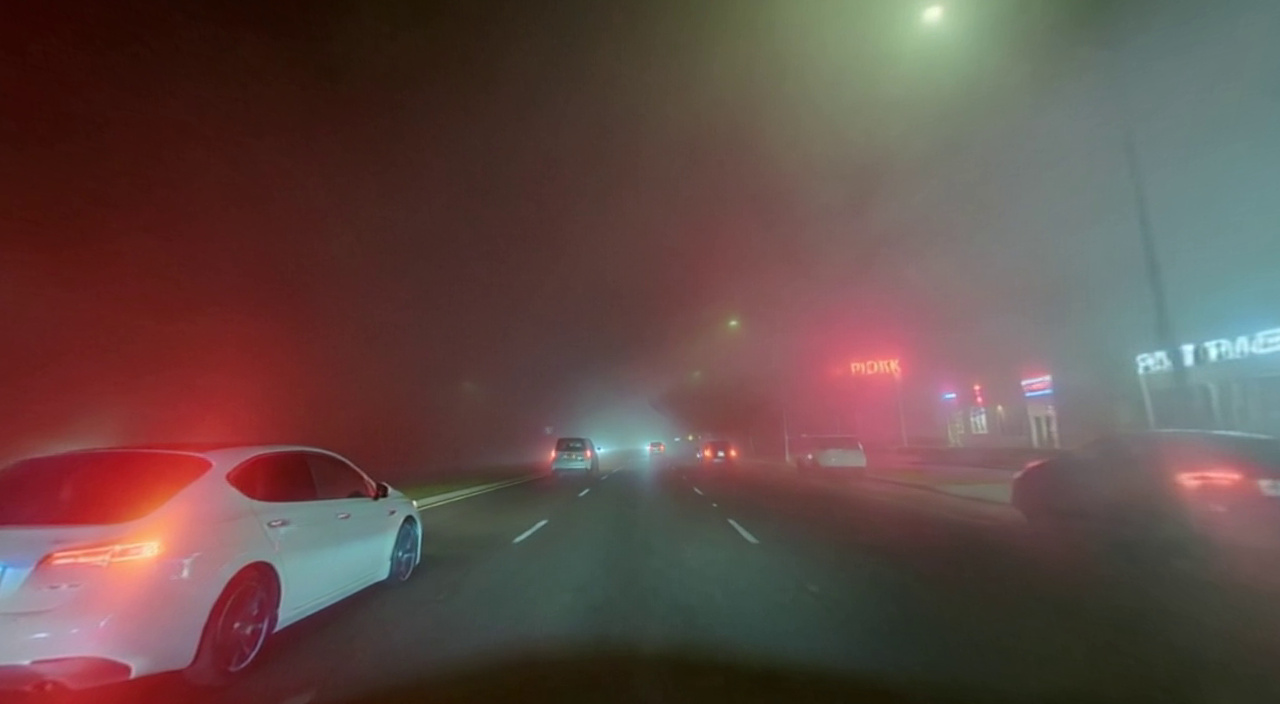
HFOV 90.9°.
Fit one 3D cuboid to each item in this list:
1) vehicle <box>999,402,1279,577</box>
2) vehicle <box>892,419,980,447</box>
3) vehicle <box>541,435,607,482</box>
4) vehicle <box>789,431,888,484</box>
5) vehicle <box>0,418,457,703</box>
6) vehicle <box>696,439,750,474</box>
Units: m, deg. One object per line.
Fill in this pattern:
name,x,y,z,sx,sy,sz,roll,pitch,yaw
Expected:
vehicle,7.250,1.666,8.470,2.089,1.678,4.725,0,-8,1
vehicle,21.318,5.865,45.568,5.166,1.870,2.317,0,-10,-3
vehicle,-2.673,4.437,26.605,2.193,1.788,4.603,-1,-8,1
vehicle,7.440,4.012,24.274,2.198,1.788,4.941,0,-8,0
vehicle,-3.193,1.363,4.971,1.956,1.460,4.802,-1,-8,1
vehicle,3.812,4.853,29.551,1.904,1.490,4.299,0,-8,0
